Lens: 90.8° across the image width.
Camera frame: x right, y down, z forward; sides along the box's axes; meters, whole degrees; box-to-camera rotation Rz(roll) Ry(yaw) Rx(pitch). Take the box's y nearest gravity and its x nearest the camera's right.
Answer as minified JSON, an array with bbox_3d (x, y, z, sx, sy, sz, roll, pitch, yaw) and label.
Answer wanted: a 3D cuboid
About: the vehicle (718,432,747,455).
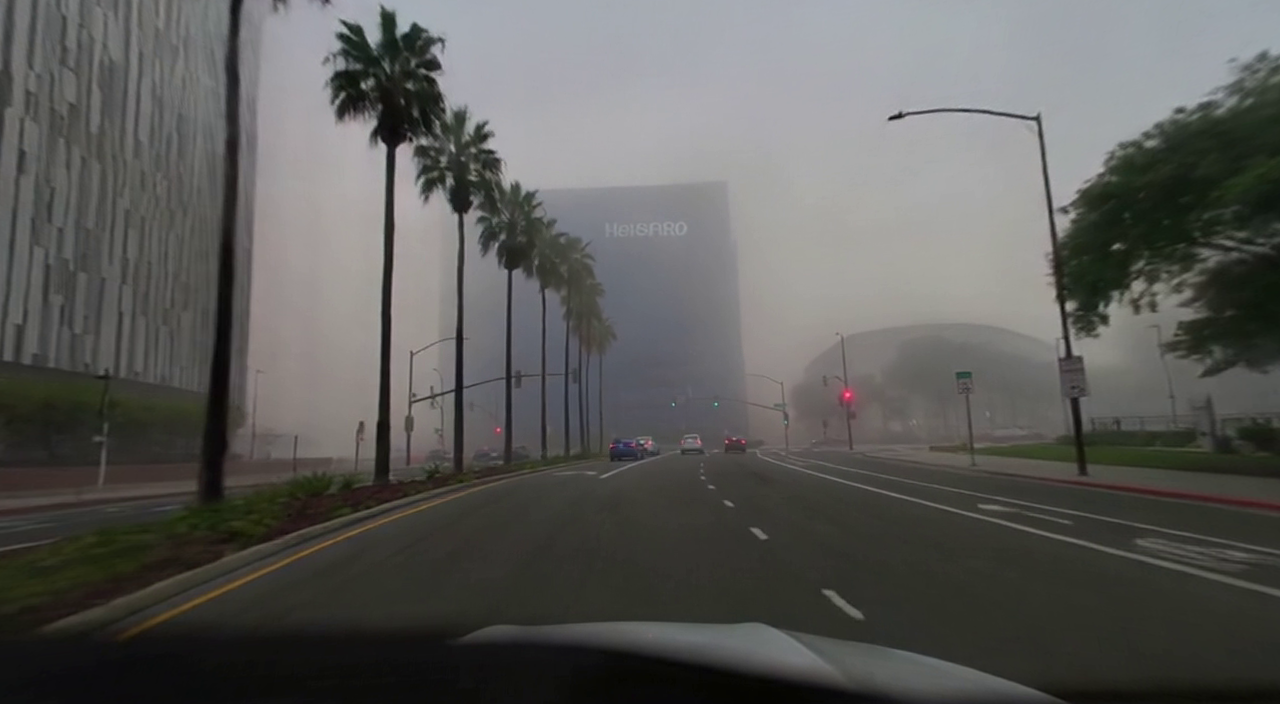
[{"bbox_3d":[6.789,6.778,46.707,1.936,1.567,3.896,-1,-8,6],"label":"vehicle"}]

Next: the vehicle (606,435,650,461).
[{"bbox_3d":[-0.637,5.880,38.707,1.962,1.480,4.605,-1,-8,8],"label":"vehicle"}]

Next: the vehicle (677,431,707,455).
[{"bbox_3d":[4.045,7.053,48.754,2.060,1.730,4.257,-1,-8,8],"label":"vehicle"}]
